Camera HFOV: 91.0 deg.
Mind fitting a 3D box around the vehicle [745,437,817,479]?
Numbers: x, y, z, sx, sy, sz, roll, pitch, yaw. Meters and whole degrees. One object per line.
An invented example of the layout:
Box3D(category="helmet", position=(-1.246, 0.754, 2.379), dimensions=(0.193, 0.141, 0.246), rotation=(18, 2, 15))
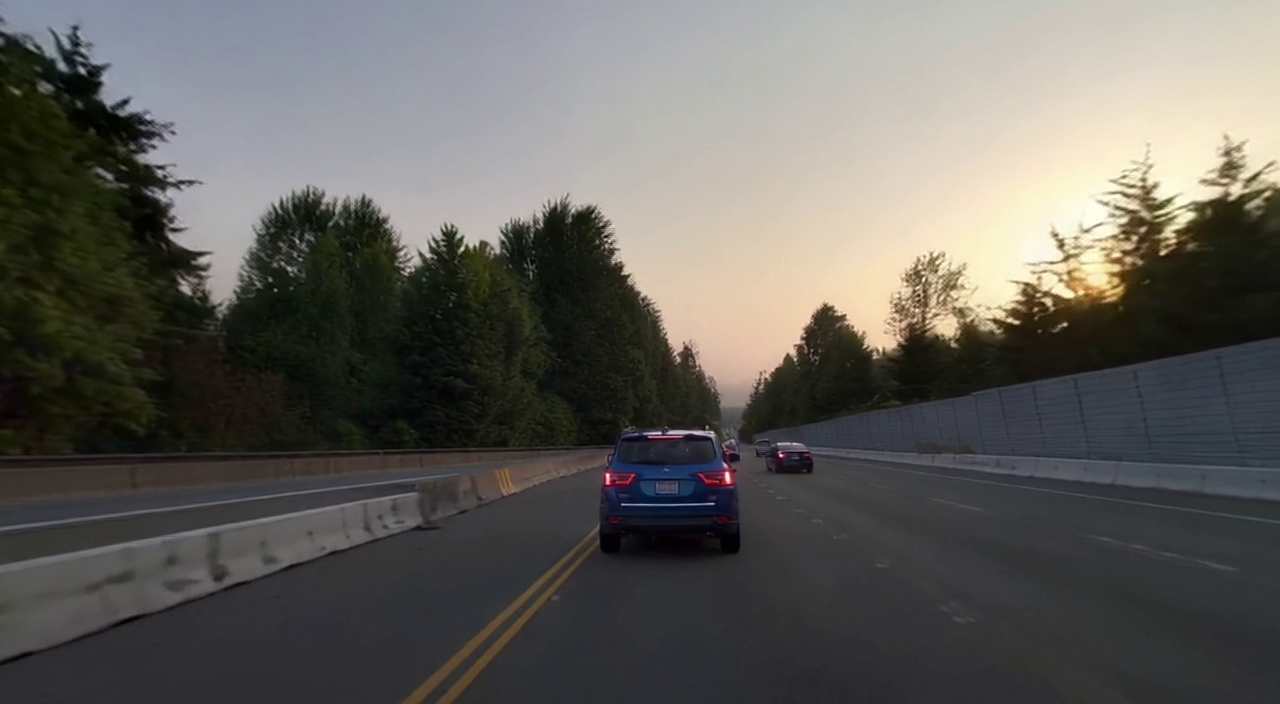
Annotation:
Box3D(category="vehicle", position=(5.300, 4.026, 24.218), dimensions=(1.962, 1.442, 4.536), rotation=(-1, -8, 3))

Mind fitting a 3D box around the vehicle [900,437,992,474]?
Box3D(category="vehicle", position=(13.189, 4.472, 27.467), dimensions=(1.990, 1.478, 4.475), rotation=(-1, -8, 4))

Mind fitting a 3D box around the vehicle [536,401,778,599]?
Box3D(category="vehicle", position=(0.269, 1.533, 7.388), dimensions=(2.021, 1.635, 4.085), rotation=(-1, -8, 4))
